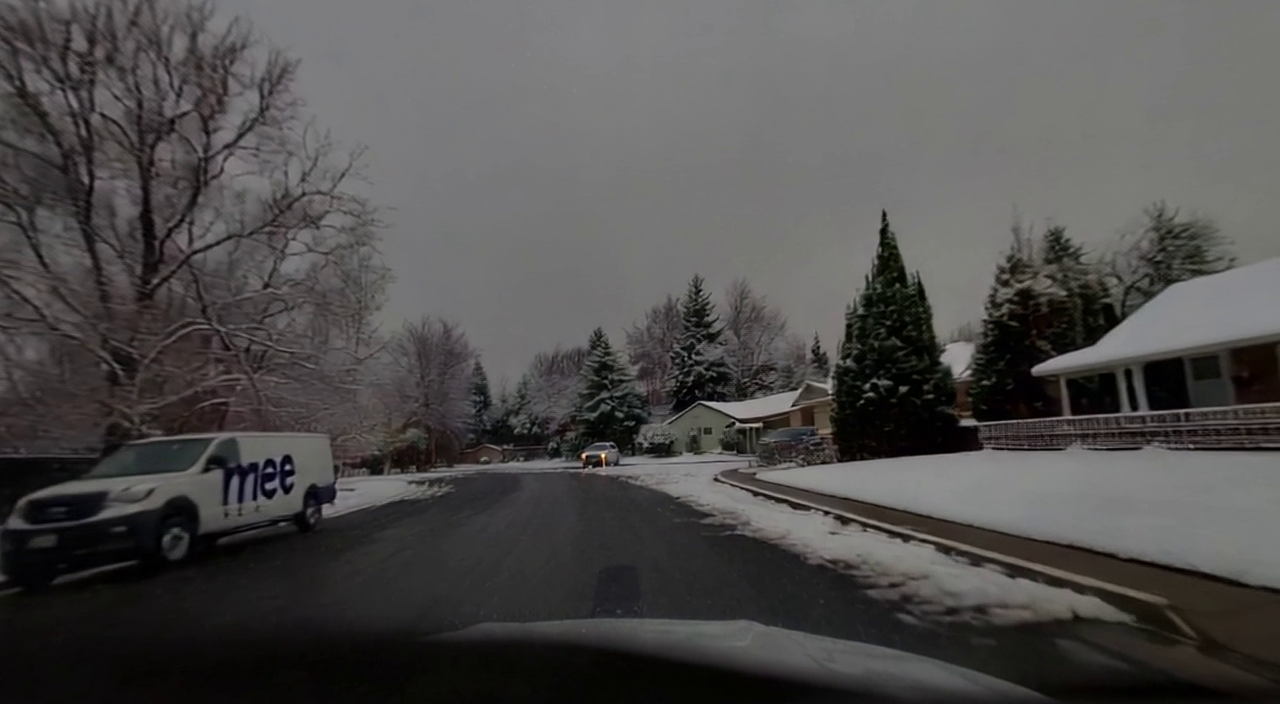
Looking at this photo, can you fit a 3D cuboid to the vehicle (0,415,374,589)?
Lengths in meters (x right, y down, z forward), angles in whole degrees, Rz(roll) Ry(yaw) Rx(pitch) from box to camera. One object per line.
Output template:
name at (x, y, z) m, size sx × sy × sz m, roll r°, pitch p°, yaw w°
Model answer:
vehicle at (-6.604, 2.108, 9.986) m, size 2.338 × 1.925 × 5.725 m, roll 0°, pitch -8°, yaw -1°

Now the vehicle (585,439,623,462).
vehicle at (-2.505, 7.020, 44.988) m, size 1.990 × 1.528 × 4.256 m, roll -1°, pitch -8°, yaw 7°

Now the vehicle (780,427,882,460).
vehicle at (9.655, 4.614, 31.962) m, size 4.533 × 1.557 × 1.981 m, roll 1°, pitch -6°, yaw -10°
